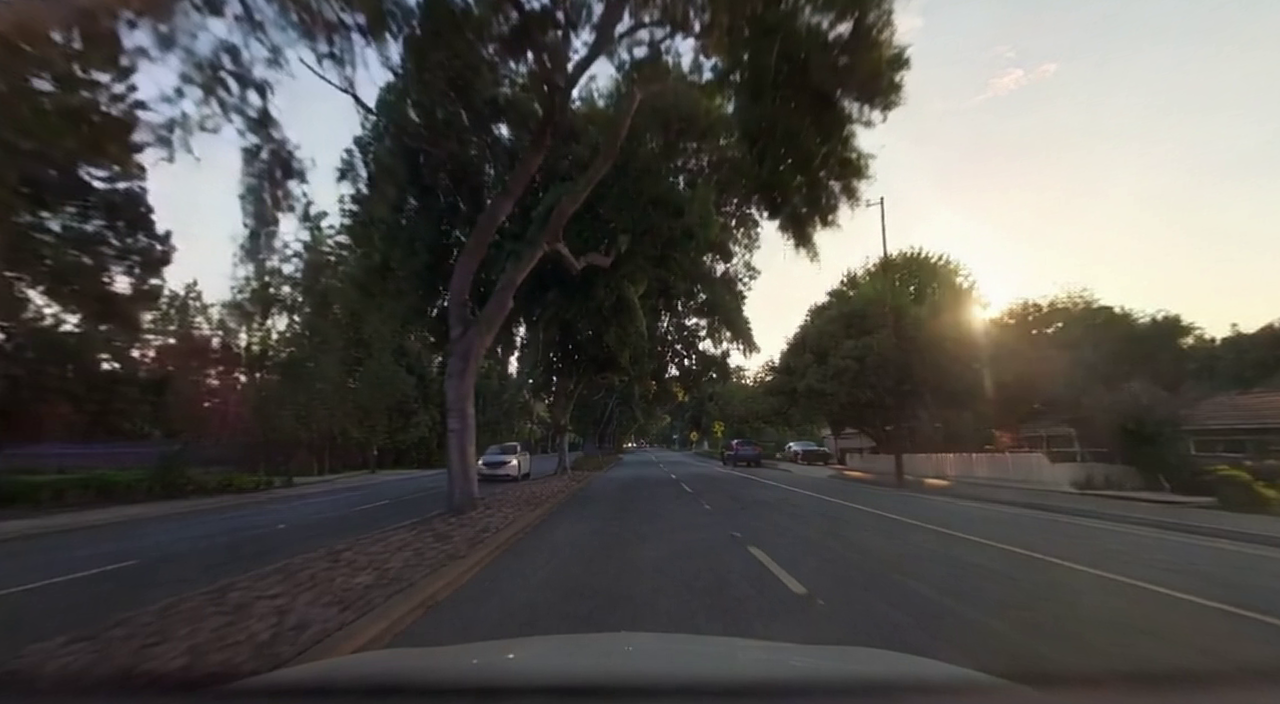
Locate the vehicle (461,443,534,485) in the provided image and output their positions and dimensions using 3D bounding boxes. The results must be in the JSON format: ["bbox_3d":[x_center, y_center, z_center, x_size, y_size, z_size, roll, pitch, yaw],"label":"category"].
[{"bbox_3d":[-5.573,4.436,25.228,1.962,1.471,4.336,-2,-9,0],"label":"vehicle"}]

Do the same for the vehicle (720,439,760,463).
[{"bbox_3d":[7.398,7.394,47.012,2.087,1.701,4.435,0,-9,-2],"label":"vehicle"}]
